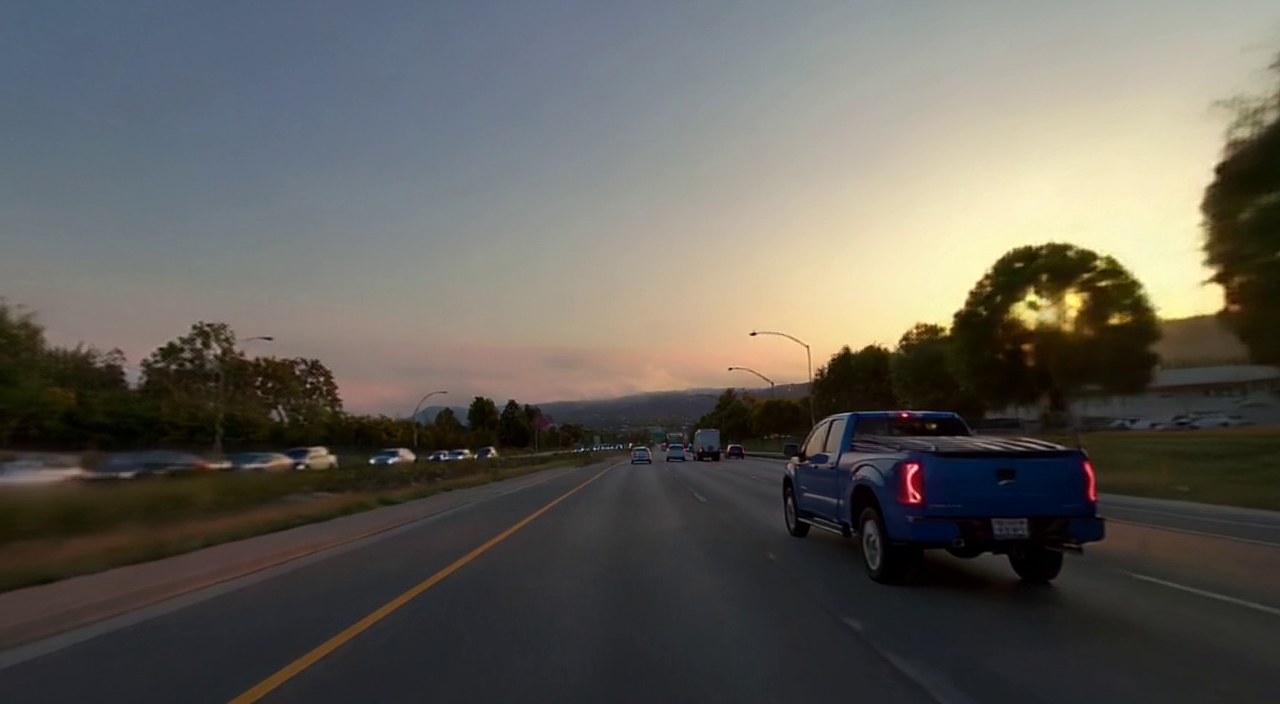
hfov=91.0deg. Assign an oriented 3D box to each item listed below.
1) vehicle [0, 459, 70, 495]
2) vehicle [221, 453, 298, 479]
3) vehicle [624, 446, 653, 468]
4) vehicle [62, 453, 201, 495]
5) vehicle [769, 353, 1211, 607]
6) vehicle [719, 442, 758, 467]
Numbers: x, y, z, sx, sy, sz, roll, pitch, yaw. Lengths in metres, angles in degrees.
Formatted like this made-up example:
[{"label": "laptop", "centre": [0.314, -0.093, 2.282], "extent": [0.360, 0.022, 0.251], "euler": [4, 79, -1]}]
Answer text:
[{"label": "vehicle", "centre": [-28.872, 5.638, 28.541], "extent": [1.862, 1.503, 4.385], "euler": [0, -9, 1]}, {"label": "vehicle", "centre": [-25.046, 7.494, 41.658], "extent": [1.968, 1.541, 4.901], "euler": [0, -9, 1]}, {"label": "vehicle", "centre": [-0.081, 7.444, 44.906], "extent": [2.030, 1.473, 3.926], "euler": [0, -9, 0]}, {"label": "vehicle", "centre": [-21.304, 5.085, 26.686], "extent": [1.894, 1.535, 4.672], "euler": [0, -9, 1]}, {"label": "vehicle", "centre": [3.443, 1.457, 8.018], "extent": [2.354, 2.079, 5.586], "euler": [0, -9, 0]}, {"label": "vehicle", "centre": [7.249, 7.598, 46.752], "extent": [2.189, 1.704, 4.521], "euler": [0, -9, 0]}]
